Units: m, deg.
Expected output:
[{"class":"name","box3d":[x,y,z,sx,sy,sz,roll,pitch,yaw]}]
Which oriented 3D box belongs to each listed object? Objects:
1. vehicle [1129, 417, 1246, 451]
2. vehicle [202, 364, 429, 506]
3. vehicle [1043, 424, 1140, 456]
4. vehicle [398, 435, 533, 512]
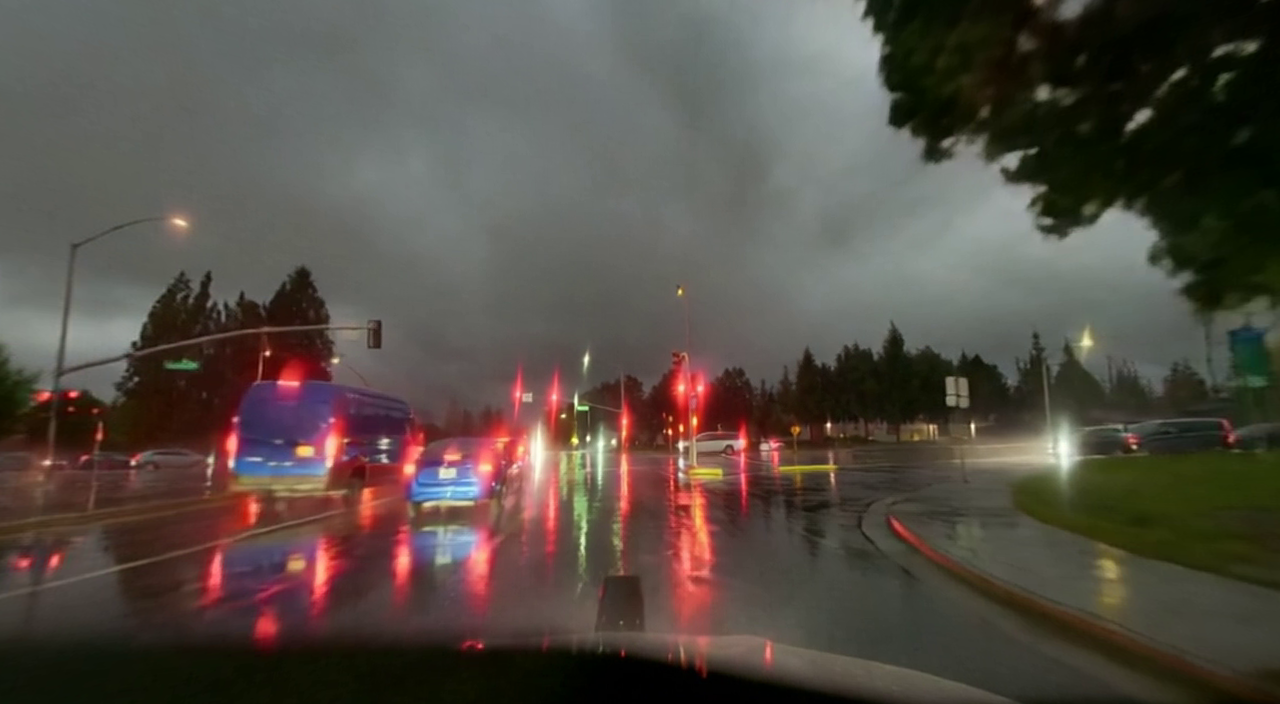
[{"class":"vehicle","box3d":[28.308,4.285,32.701,4.056,1.659,1.881,-2,-9,13]},{"class":"vehicle","box3d":[-7.790,2.217,16.380,2.461,2.889,6.776,1,-9,-2]},{"class":"vehicle","box3d":[21.929,4.301,30.613,3.718,1.480,1.981,4,-9,-20]},{"class":"vehicle","box3d":[-3.797,2.731,14.612,2.019,1.485,4.565,1,-9,-3]}]
